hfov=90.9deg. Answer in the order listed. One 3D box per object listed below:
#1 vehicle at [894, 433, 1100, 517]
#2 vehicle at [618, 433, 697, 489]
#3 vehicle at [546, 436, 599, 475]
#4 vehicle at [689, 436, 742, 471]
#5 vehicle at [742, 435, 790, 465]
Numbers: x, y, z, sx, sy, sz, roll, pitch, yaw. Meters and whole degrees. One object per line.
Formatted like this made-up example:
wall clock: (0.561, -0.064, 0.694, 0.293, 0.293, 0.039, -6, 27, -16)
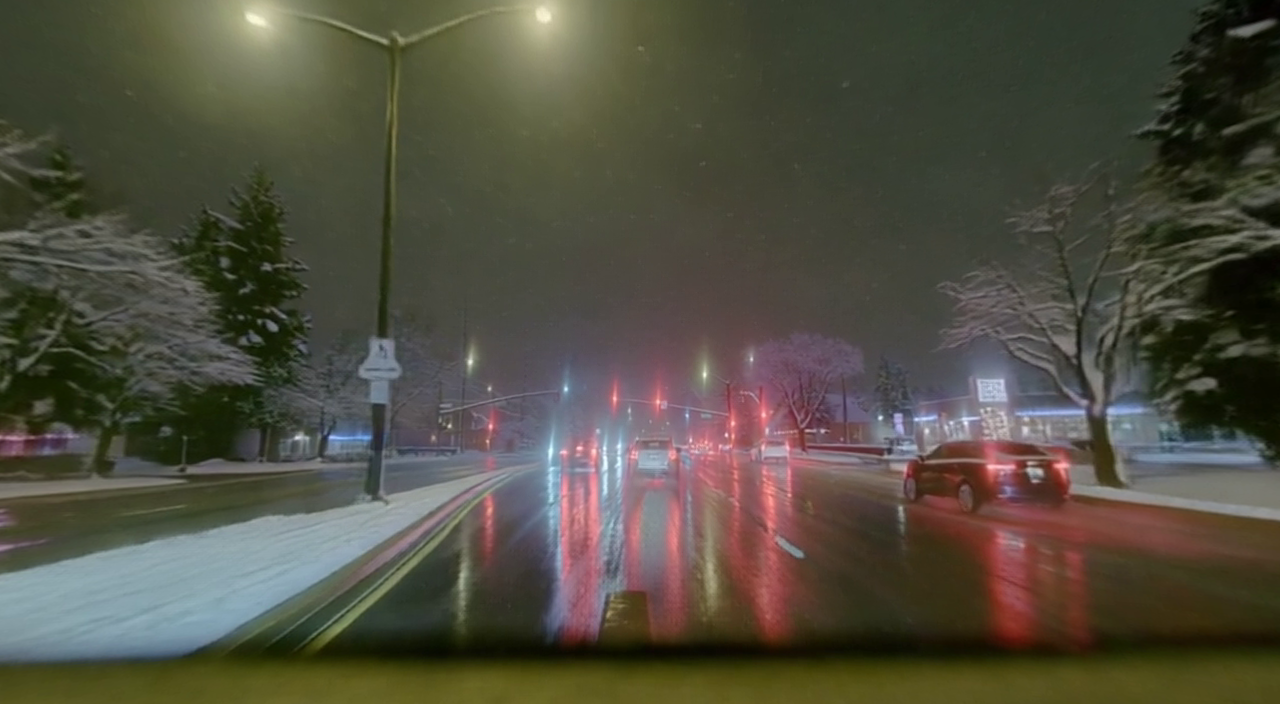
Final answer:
vehicle: (7.422, 2.570, 13.756, 1.892, 1.515, 4.400, 0, -8, 0)
vehicle: (0.507, 3.159, 18.584, 2.096, 1.473, 3.893, 0, -8, 2)
vehicle: (-2.713, 4.268, 26.235, 1.938, 1.472, 4.399, 0, -8, -2)
vehicle: (3.529, 4.865, 30.349, 1.988, 1.528, 4.144, 0, -8, -1)
vehicle: (7.687, 6.036, 38.852, 2.044, 1.701, 4.397, 0, -8, 0)
